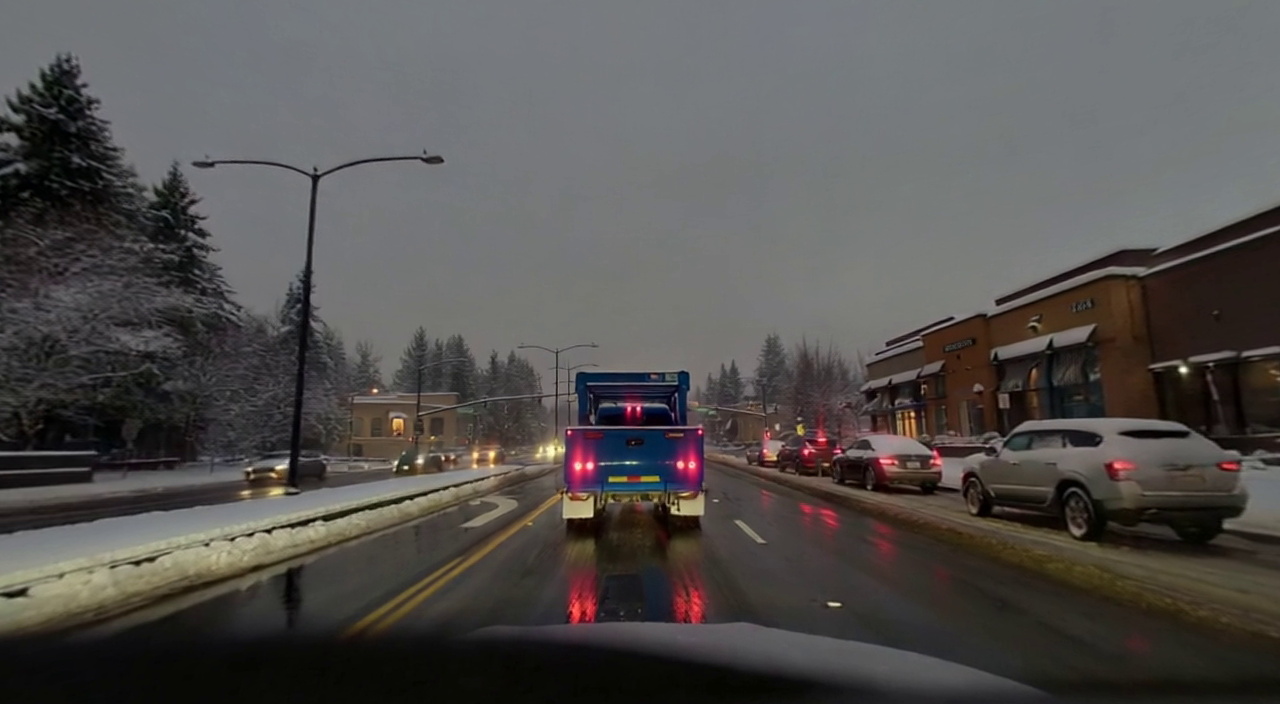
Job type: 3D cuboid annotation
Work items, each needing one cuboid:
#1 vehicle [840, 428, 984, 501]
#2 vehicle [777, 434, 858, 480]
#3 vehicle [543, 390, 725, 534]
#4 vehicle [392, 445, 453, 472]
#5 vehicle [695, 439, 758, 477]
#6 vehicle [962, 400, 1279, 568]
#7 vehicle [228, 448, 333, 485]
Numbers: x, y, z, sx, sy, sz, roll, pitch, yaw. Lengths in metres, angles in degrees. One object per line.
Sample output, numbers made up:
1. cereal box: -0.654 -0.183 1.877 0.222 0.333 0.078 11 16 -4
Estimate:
1. vehicle: 7.083 2.972 17.045 1.931 1.692 4.267 0 -9 0
2. vehicle: 7.078 4.234 25.687 1.953 1.665 4.327 0 -9 -2
3. vehicle: -0.122 2.061 12.294 2.682 2.117 5.706 0 -9 -1
4. vehicle: -12.281 6.032 36.022 1.906 1.461 4.333 0 -9 1
5. vehicle: 3.554 4.433 26.699 1.960 1.474 4.279 0 -9 -1
6. vehicle: 6.837 1.738 9.024 2.023 1.771 4.488 0 -9 -1
7. vehicle: -16.071 5.105 28.595 1.910 1.485 4.802 0 -9 0
